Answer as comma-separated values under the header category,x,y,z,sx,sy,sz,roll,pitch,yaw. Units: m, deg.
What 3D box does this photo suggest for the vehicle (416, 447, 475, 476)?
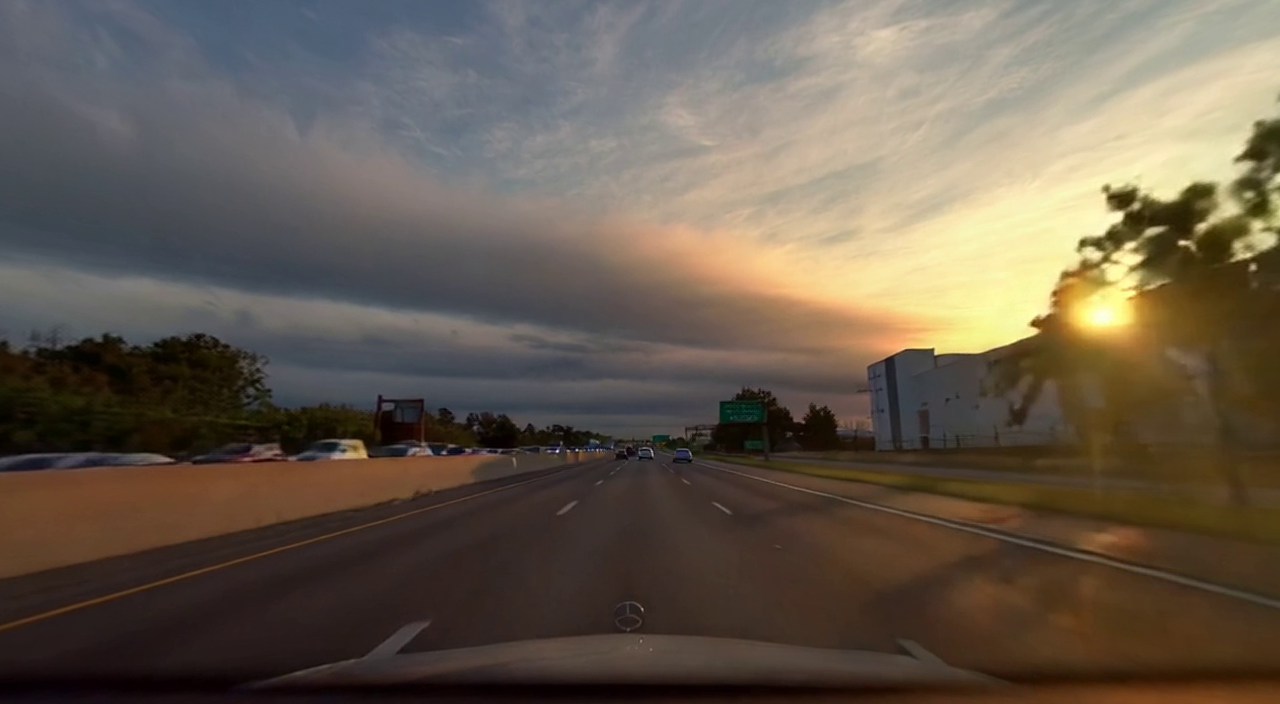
category,x,y,z,sx,sy,sz,roll,pitch,yaw
vehicle,-10.820,6.104,35.350,1.930,1.455,4.135,-1,-9,1

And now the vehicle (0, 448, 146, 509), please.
category,x,y,z,sx,sy,sz,roll,pitch,yaw
vehicle,-16.106,3.314,16.935,1.940,1.436,4.528,0,-9,0

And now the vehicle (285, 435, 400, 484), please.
category,x,y,z,sx,sy,sz,roll,pitch,yaw
vehicle,-11.571,4.233,25.038,2.060,1.730,5.120,0,-9,0

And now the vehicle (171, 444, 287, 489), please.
category,x,y,z,sx,sy,sz,roll,pitch,yaw
vehicle,-16.050,4.477,24.870,1.892,1.588,3.811,-1,-9,1
